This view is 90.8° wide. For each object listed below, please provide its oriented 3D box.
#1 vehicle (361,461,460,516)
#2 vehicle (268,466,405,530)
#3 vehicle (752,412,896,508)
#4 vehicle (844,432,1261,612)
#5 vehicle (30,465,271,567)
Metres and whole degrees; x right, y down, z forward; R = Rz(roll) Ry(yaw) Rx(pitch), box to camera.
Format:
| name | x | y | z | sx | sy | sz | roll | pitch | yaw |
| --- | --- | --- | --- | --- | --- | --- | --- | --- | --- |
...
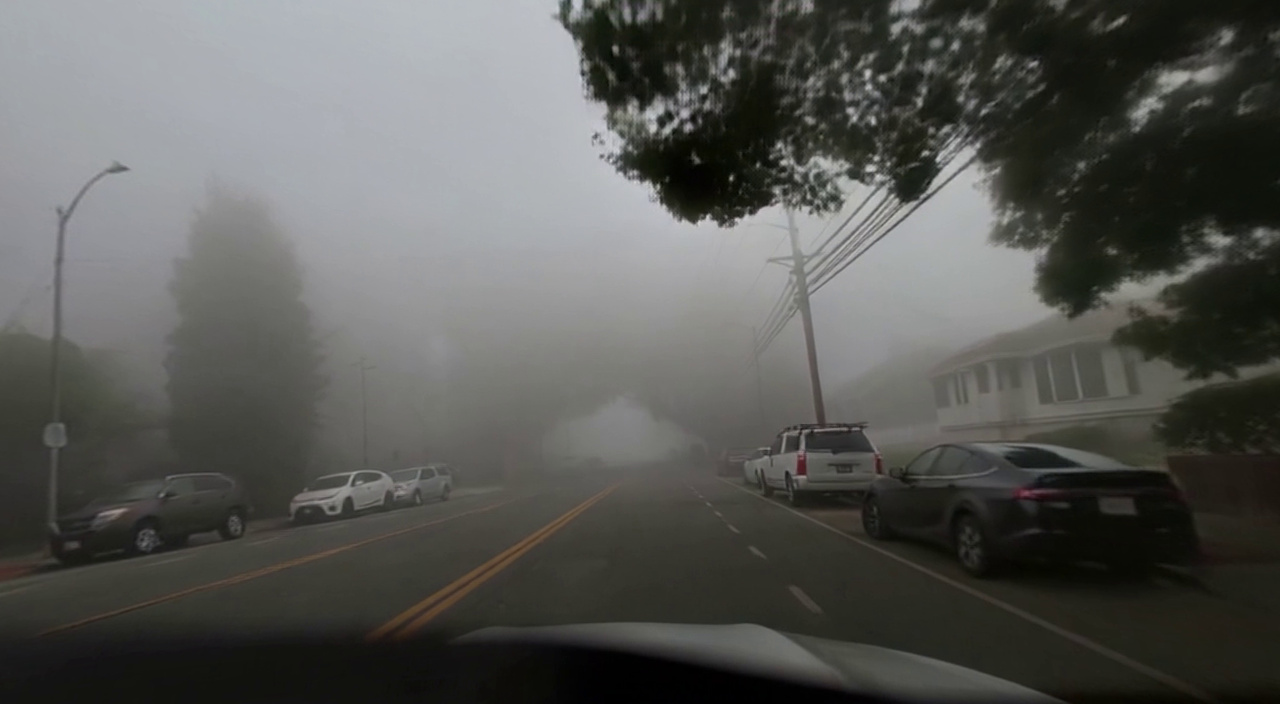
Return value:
| name | x | y | z | sx | sy | sz | roll | pitch | yaw |
| --- | --- | --- | --- | --- | --- | --- | --- | --- | --- |
| vehicle | -10.291 | 6.130 | 28.955 | 2.282 | 2.060 | 5.738 | 0 | -8 | 1 |
| vehicle | -10.719 | 5.164 | 22.933 | 2.089 | 1.837 | 5.499 | -1 | -8 | 2 |
| vehicle | 4.672 | 2.879 | 17.212 | 2.330 | 2.160 | 5.550 | 0 | -8 | 1 |
| vehicle | 4.332 | 1.845 | 7.974 | 1.927 | 1.483 | 5.100 | -1 | -9 | 2 |
| vehicle | -10.972 | 3.629 | 14.727 | 1.937 | 1.837 | 4.414 | -1 | -8 | 2 |
